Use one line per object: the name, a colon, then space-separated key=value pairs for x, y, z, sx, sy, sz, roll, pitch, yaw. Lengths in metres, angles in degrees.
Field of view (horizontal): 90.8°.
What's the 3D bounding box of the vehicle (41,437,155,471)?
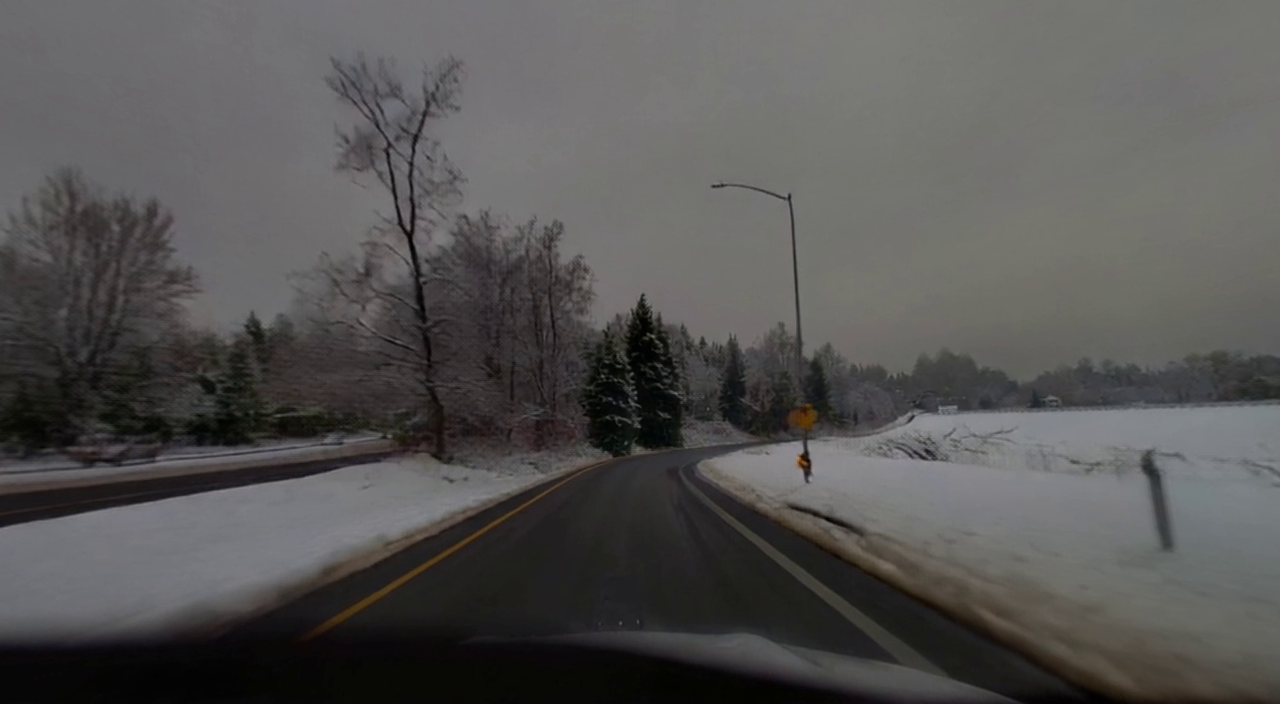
vehicle: x=-29.994 y=5.651 z=35.269 sx=1.885 sy=1.719 sz=5.522 roll=1 pitch=-9 yaw=-6
